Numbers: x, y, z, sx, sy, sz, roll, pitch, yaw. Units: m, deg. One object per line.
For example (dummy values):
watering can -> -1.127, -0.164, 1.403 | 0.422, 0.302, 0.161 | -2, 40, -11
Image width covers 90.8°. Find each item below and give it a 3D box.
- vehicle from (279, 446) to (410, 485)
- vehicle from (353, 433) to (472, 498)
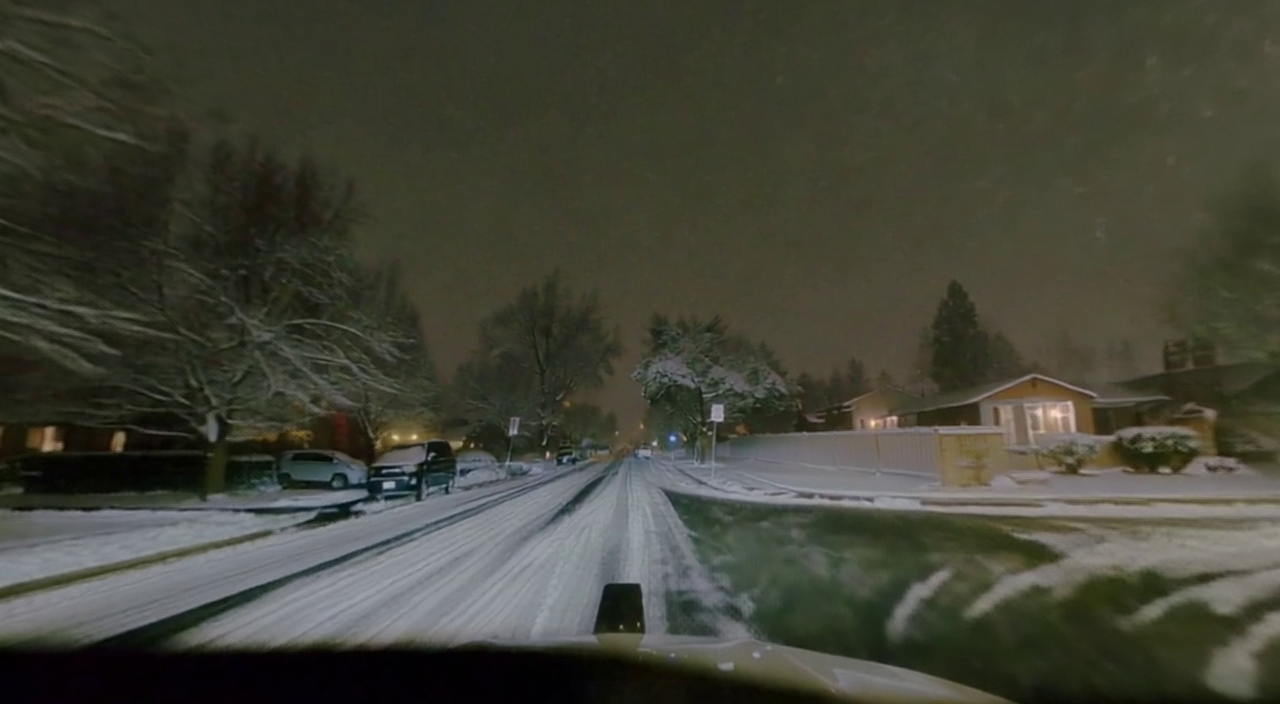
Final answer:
vehicle -> -12.420, 4.773, 26.755 | 4.538, 1.578, 2.000 | 0, -9, 1
vehicle -> -7.419, 3.784, 21.205 | 2.091, 1.912, 4.598 | 0, -10, 2
